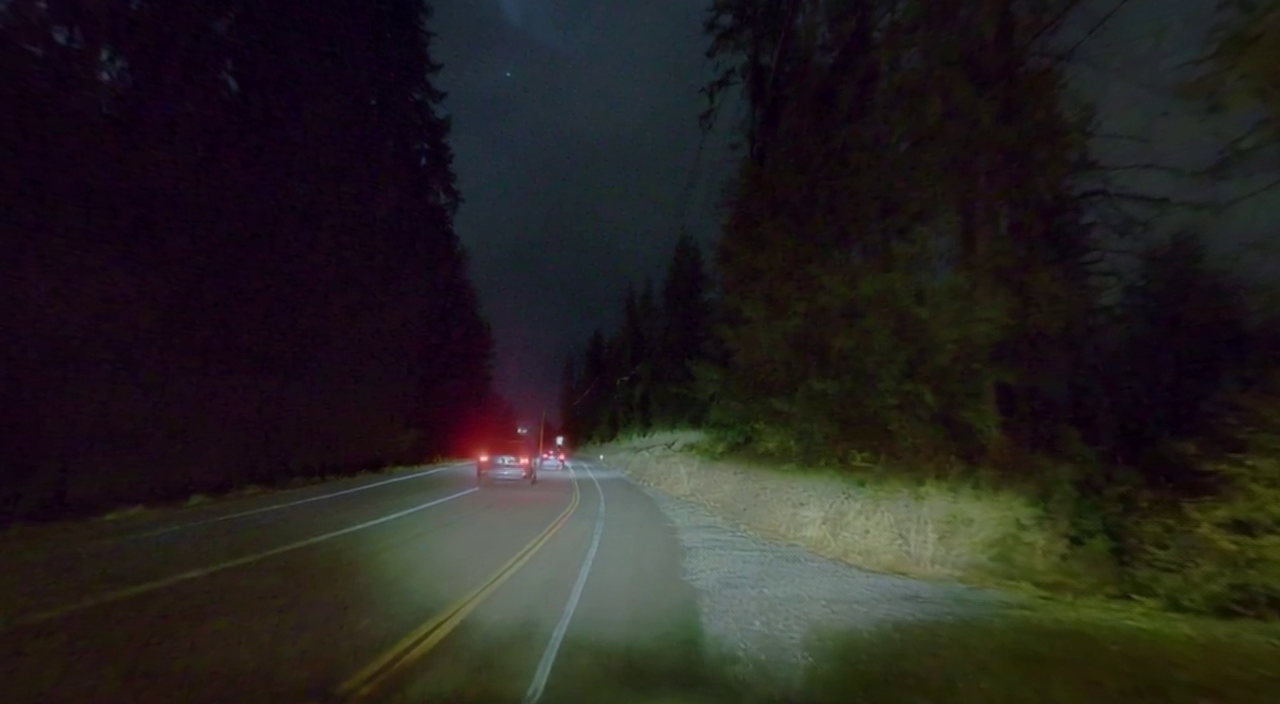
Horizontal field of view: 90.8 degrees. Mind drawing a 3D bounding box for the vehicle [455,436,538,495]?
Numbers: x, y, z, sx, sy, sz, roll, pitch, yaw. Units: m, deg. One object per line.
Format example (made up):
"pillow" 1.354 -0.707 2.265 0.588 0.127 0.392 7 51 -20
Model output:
"vehicle" -4.944 3.972 22.550 2.104 1.851 4.992 1 -8 -4
